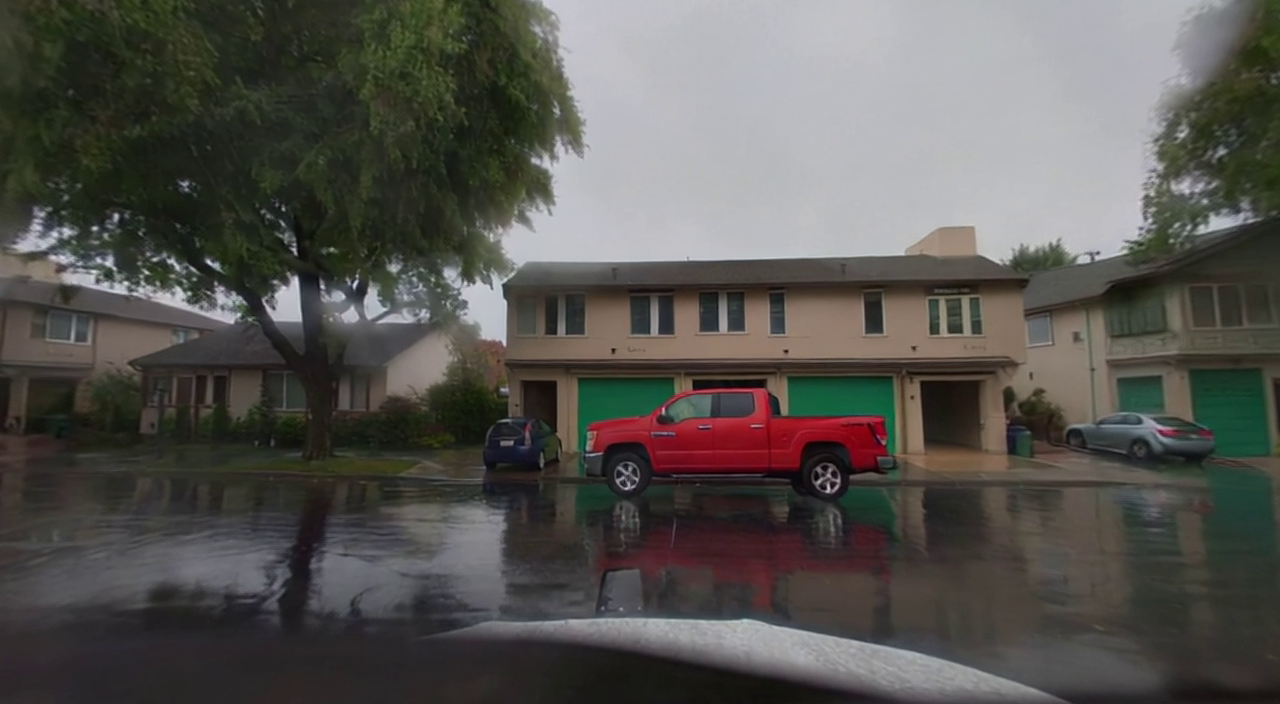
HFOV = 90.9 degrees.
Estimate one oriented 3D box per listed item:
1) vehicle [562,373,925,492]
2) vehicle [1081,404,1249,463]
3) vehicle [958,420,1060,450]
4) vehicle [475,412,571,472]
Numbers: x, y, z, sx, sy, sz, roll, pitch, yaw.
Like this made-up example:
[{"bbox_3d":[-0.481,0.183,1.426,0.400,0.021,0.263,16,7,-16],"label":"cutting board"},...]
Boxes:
[{"bbox_3d":[1.638,1.423,11.031,5.600,1.835,2.161,-1,-9,4],"label":"vehicle"},{"bbox_3d":[17.119,2.705,20.736,3.770,1.496,1.951,5,-9,5],"label":"vehicle"},{"bbox_3d":[18.275,4.145,31.375,3.897,1.416,1.703,-1,-8,5],"label":"vehicle"},{"bbox_3d":[-3.528,2.729,19.720,1.869,1.460,3.826,-4,-4,6],"label":"vehicle"}]
